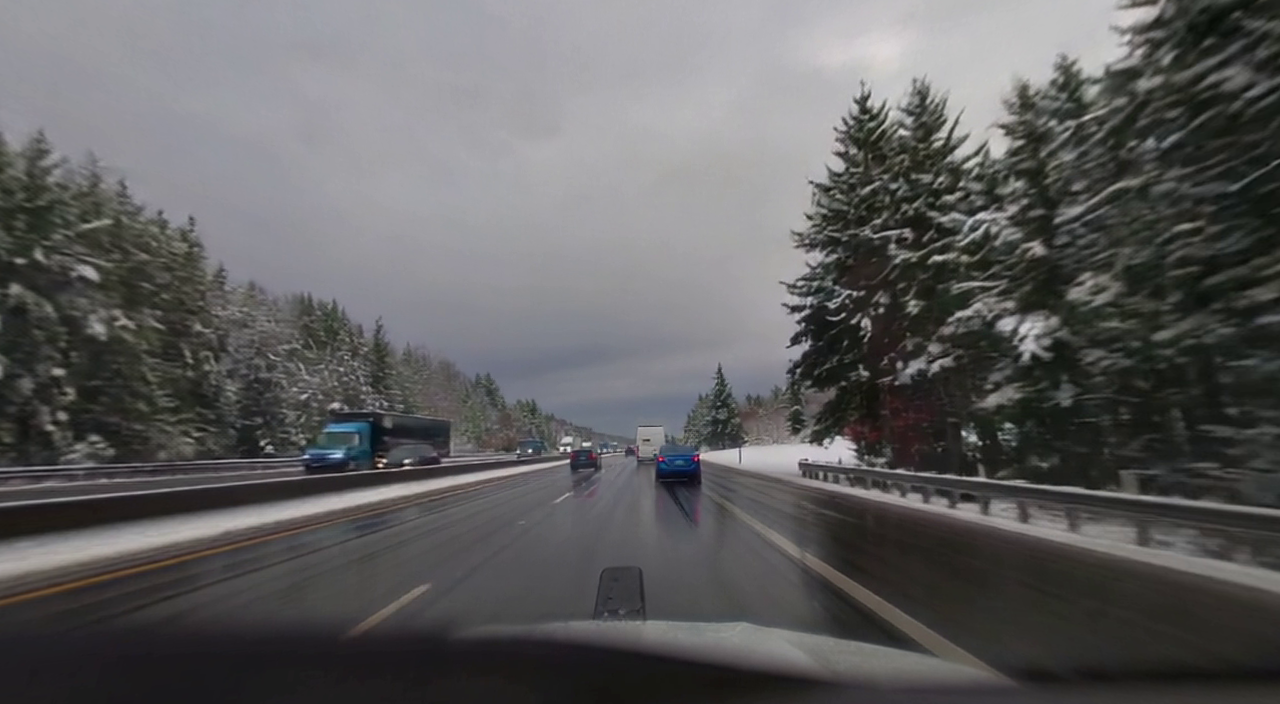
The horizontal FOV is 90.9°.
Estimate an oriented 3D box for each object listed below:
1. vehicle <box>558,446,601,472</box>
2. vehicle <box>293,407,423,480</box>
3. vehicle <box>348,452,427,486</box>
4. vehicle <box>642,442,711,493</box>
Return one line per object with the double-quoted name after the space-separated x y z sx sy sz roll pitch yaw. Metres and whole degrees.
-3.692 6.621 39.339 2.100 1.514 4.794 -1 -9 1 "vehicle"
-17.357 5.855 40.112 3.035 3.965 10.967 -1 -9 1 "vehicle"
-12.679 5.877 32.008 1.913 1.512 4.784 -1 -9 1 "vehicle"
1.102 3.723 20.701 2.012 1.485 3.649 0 -9 0 "vehicle"
